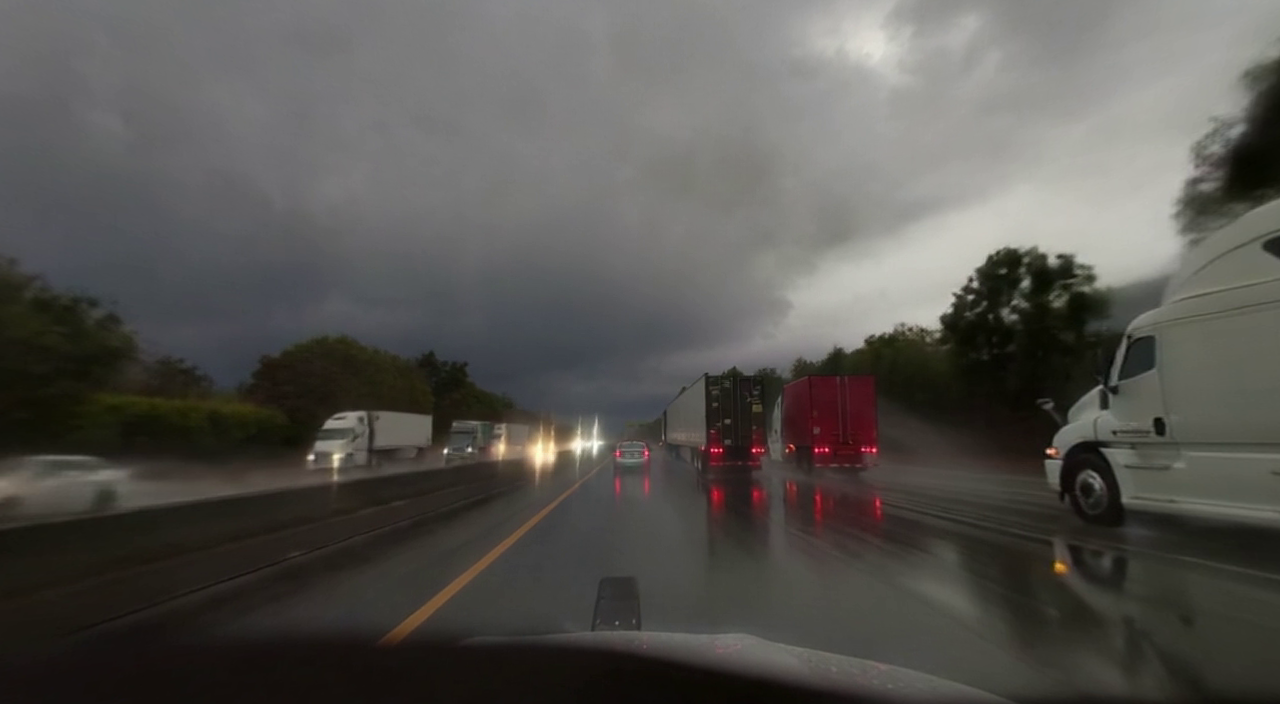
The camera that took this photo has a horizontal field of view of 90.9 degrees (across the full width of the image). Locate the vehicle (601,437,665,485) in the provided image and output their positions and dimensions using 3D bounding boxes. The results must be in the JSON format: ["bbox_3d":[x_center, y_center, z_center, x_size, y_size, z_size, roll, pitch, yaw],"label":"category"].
[{"bbox_3d":[-0.274,3.735,22.010,2.038,1.477,3.773,0,-8,-1],"label":"vehicle"}]

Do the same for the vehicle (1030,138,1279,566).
[{"bbox_3d":[7.975,0.046,6.771,2.979,4.312,6.722,0,-8,-1],"label":"vehicle"}]

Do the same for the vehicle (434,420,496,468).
[{"bbox_3d":[-13.310,7.002,48.545,2.641,3.353,7.768,0,-8,-1],"label":"vehicle"}]

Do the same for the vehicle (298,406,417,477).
[{"bbox_3d":[-17.061,5.520,39.114,3.053,3.812,9.596,0,-8,-1],"label":"vehicle"}]

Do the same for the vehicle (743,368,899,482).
[{"bbox_3d":[7.697,3.543,29.965,2.876,4.111,14.145,0,-7,-2],"label":"vehicle"}]

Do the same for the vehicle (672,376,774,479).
[{"bbox_3d":[3.661,3.938,32.298,2.888,4.099,14.183,0,-8,-2],"label":"vehicle"}]
